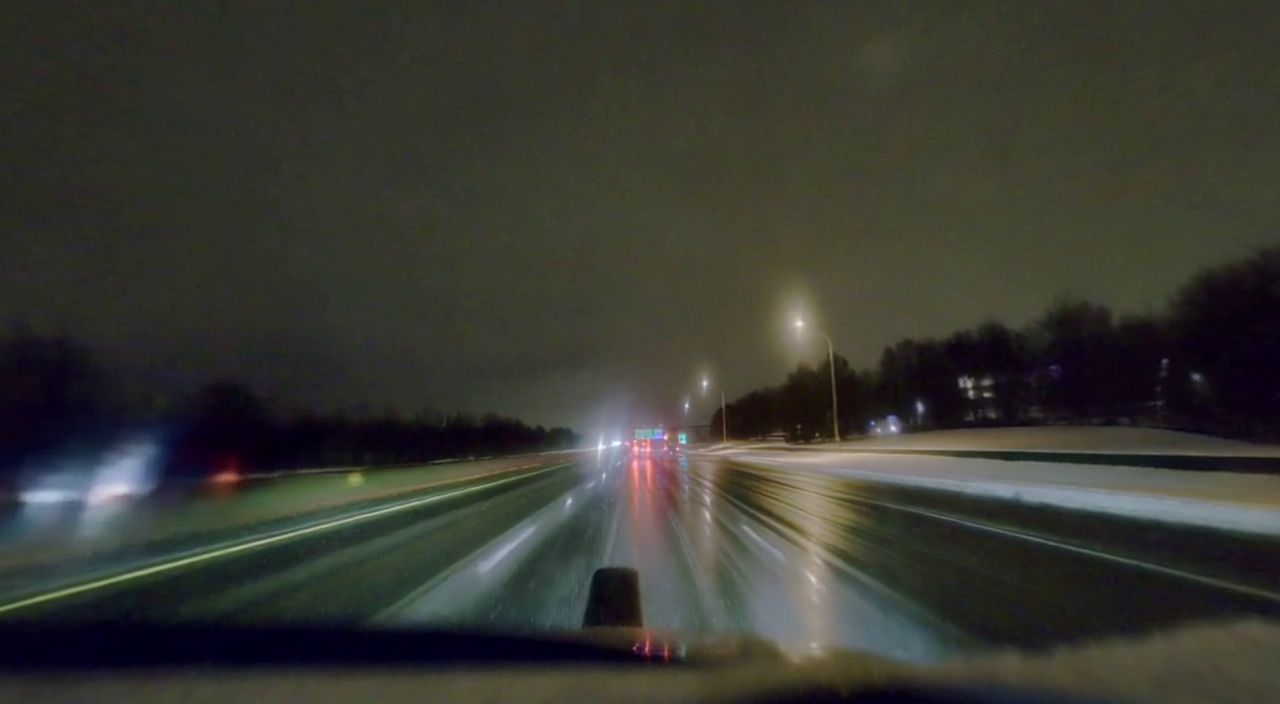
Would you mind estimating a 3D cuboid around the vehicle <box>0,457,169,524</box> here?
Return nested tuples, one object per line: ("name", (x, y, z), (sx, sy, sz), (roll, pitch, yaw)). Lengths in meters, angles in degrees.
("vehicle", (-15.868, 3.730, 17.391), (1.930, 1.511, 4.717), (0, -9, 0))
